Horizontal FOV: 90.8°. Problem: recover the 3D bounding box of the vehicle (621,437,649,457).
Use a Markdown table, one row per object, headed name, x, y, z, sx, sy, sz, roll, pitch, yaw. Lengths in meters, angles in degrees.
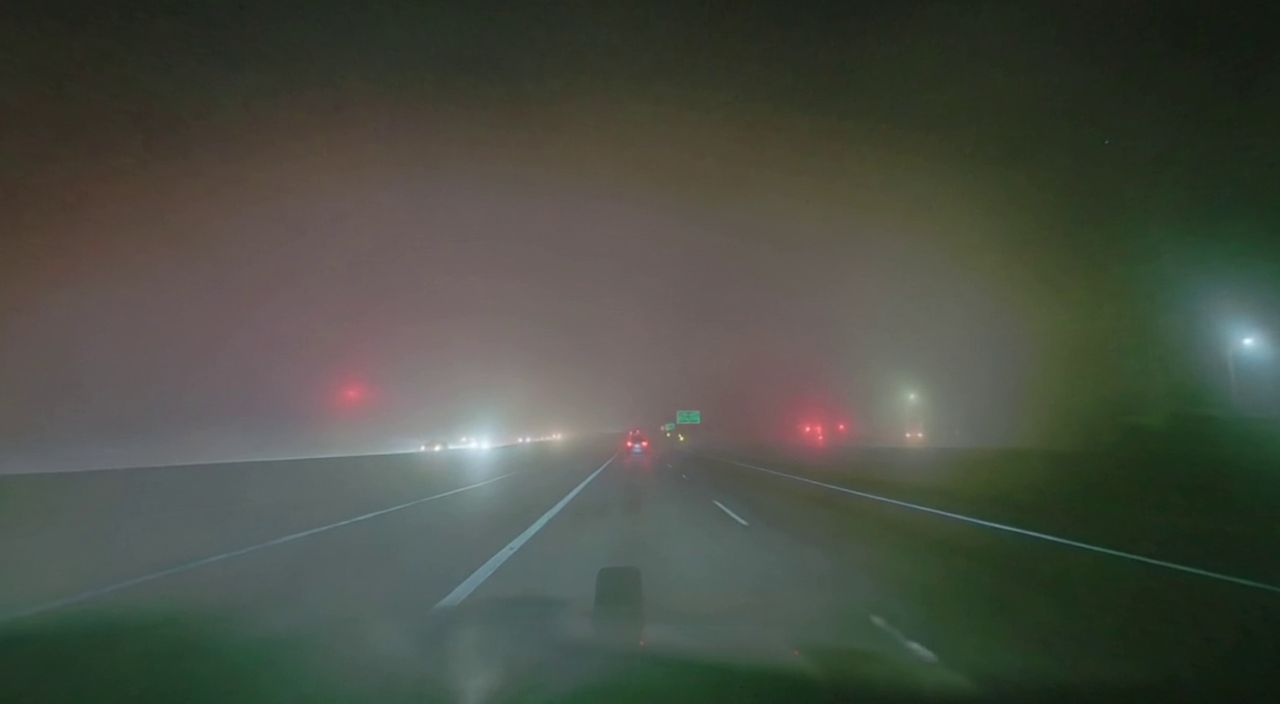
| name | x | y | z | sx | sy | sz | roll | pitch | yaw |
| --- | --- | --- | --- | --- | --- | --- | --- | --- | --- |
| vehicle | -0.445 | 7.251 | 48.182 | 2.025 | 1.460 | 4.189 | 0 | -8 | -2 |
